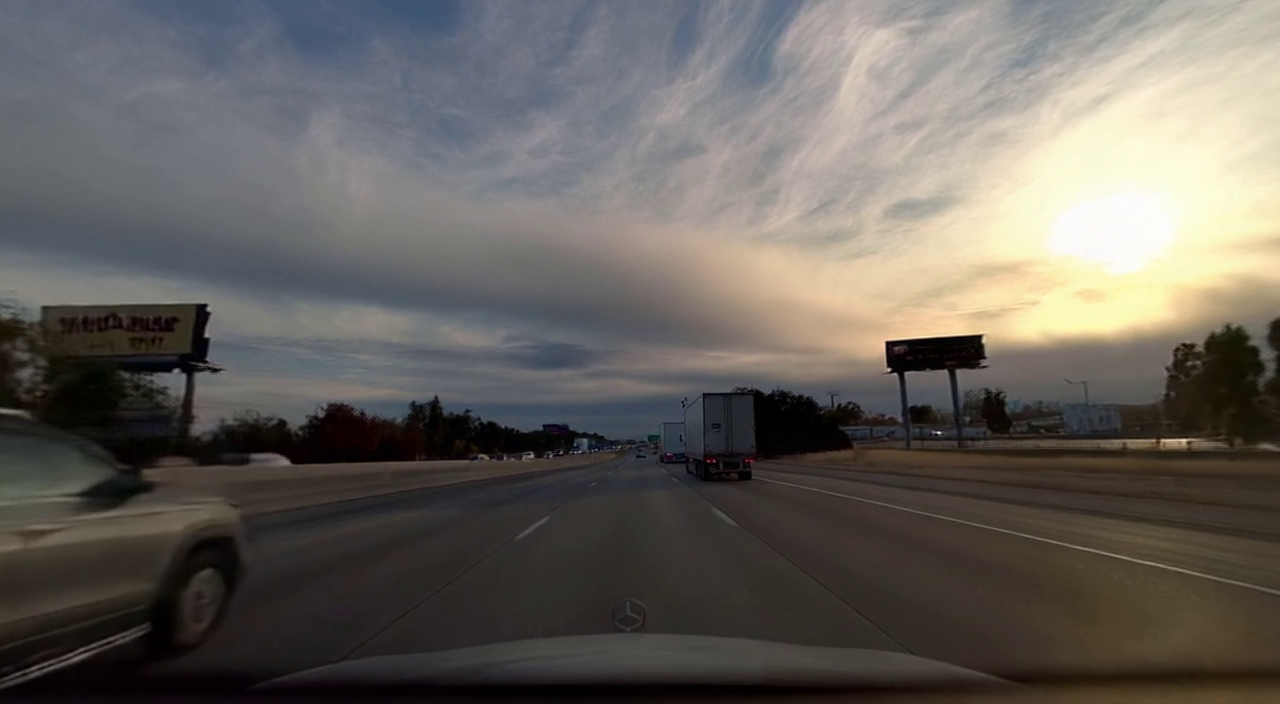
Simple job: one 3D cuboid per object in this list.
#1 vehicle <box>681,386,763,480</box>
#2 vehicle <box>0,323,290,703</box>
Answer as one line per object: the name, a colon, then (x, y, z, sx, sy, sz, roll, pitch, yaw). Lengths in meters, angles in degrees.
vehicle: (4.172, 4.762, 35.726, 2.826, 4.269, 14.176, 0, -9, 0)
vehicle: (-3.642, 0.712, 1.957, 2.291, 1.788, 4.825, 0, -9, 0)
